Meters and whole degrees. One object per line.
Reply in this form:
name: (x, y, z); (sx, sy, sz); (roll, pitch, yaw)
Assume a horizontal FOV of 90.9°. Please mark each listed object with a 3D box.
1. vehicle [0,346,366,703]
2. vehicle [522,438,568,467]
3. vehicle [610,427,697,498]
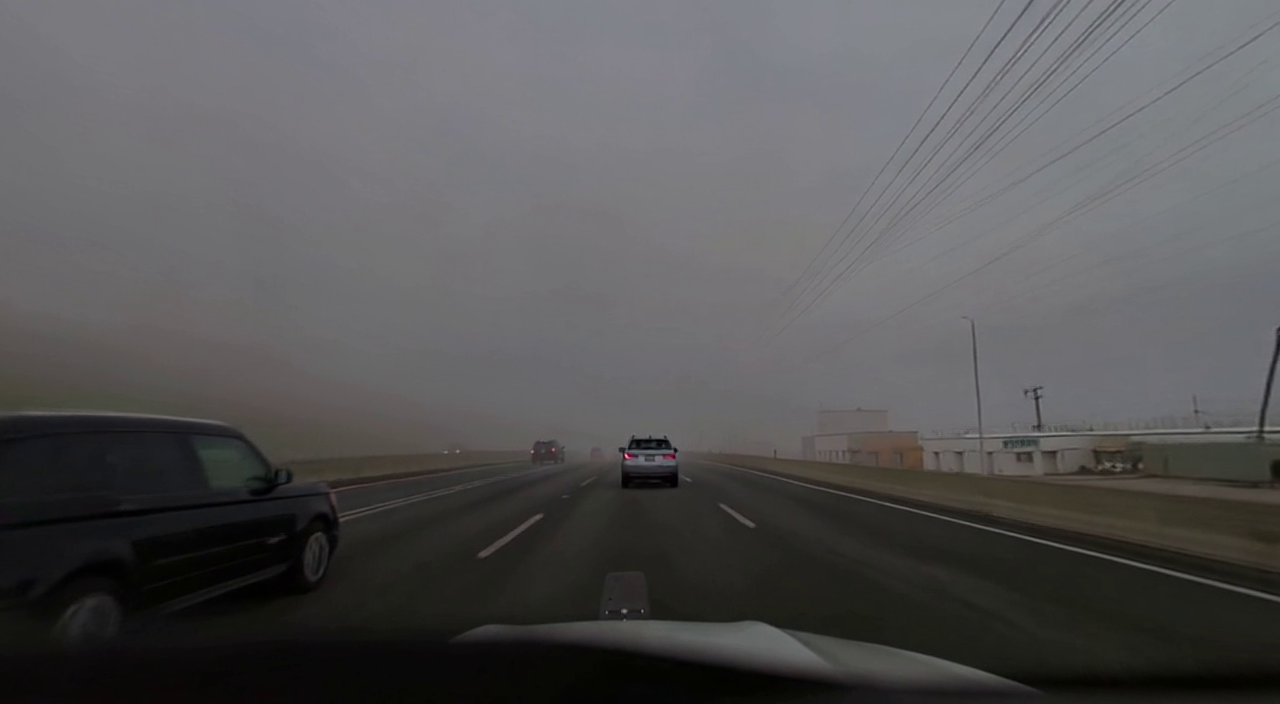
vehicle: (-3.965, 1.094, 4.376); (2.125, 1.764, 4.393); (0, -9, 0)
vehicle: (-6.230, 6.658, 41.894); (2.220, 1.841, 4.516); (0, -9, 2)
vehicle: (0.326, 3.029, 17.630); (2.134, 1.733, 4.049); (0, -9, 0)
